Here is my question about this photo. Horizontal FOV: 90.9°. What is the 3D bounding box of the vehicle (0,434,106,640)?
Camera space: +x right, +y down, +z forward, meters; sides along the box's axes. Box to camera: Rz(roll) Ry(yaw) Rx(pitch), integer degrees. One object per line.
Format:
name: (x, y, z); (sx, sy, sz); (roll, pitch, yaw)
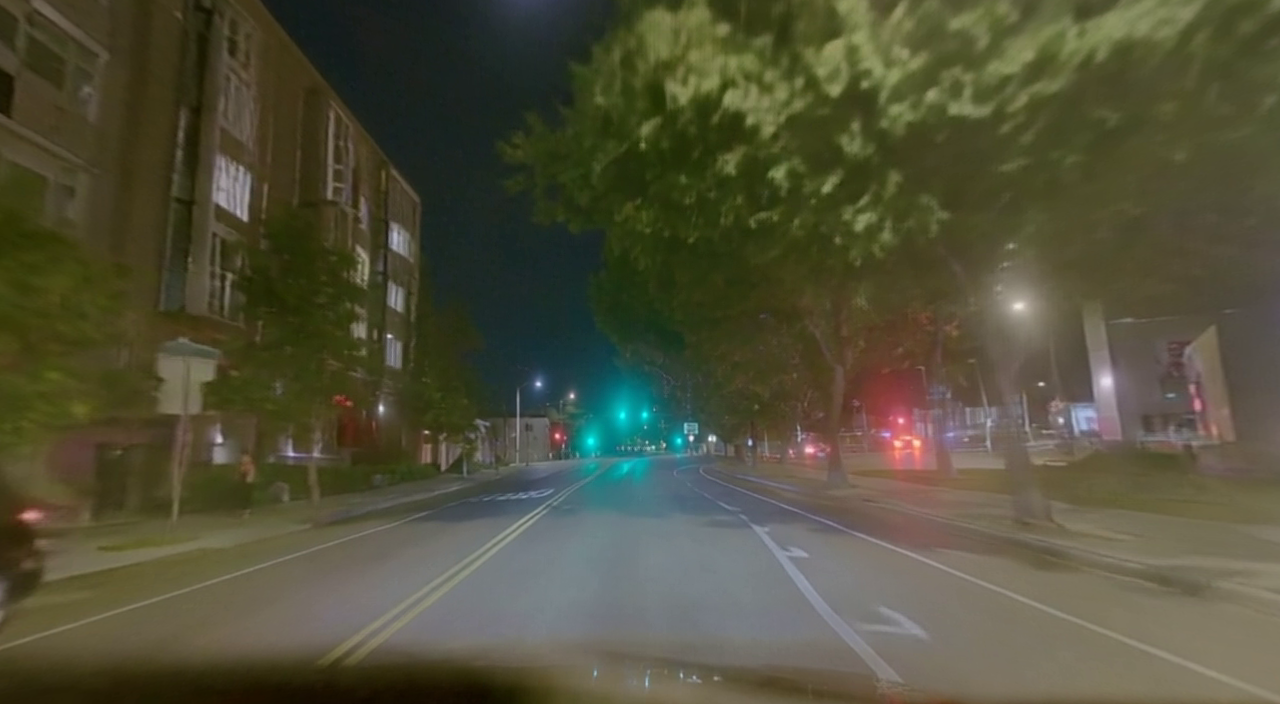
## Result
vehicle: (-6.423, 1.327, 3.775); (2.147, 1.701, 4.879); (0, -8, 0)
